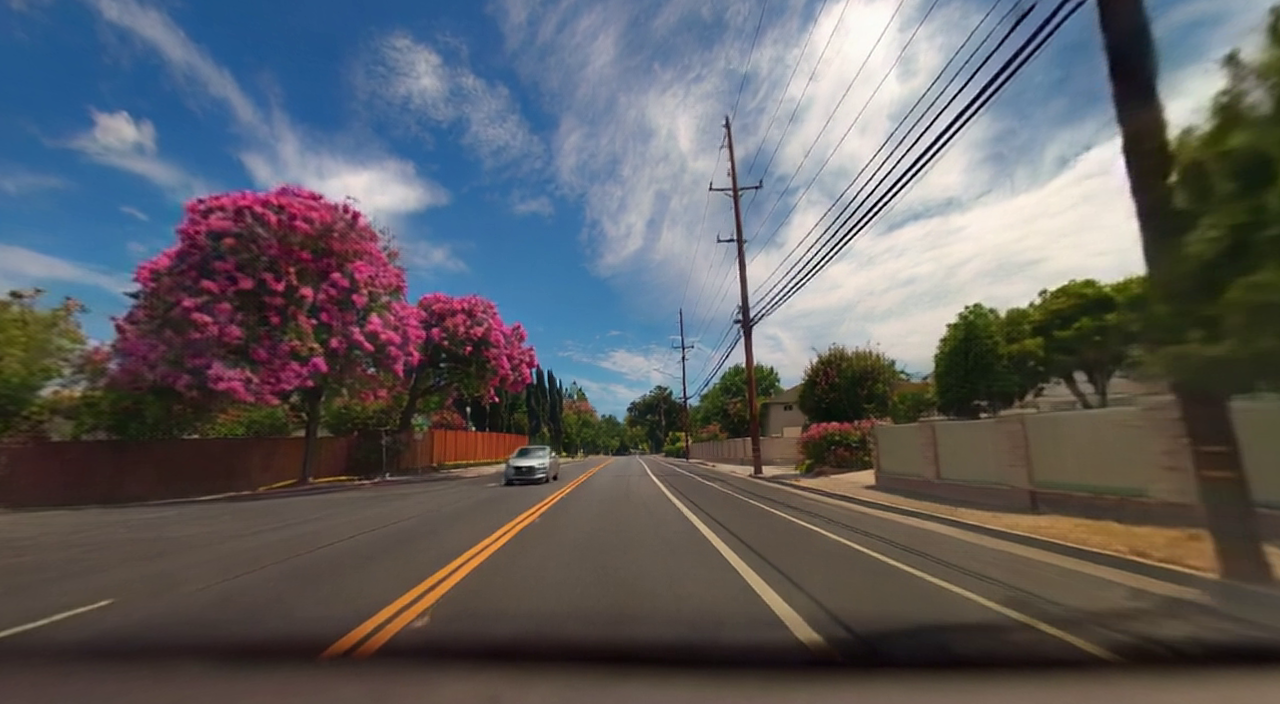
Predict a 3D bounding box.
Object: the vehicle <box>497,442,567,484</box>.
[{"bbox_3d":[-4.243,4.414,25.488,2.074,1.511,4.126,0,-8,0],"label":"vehicle"}]
